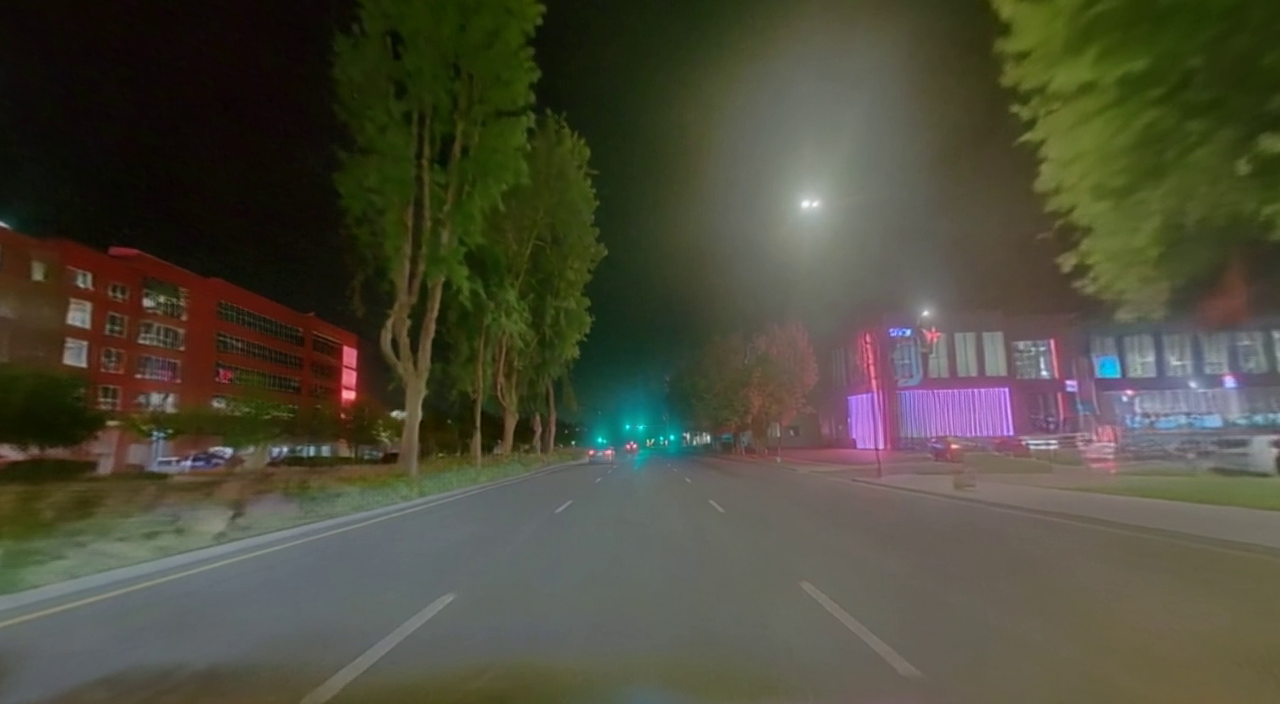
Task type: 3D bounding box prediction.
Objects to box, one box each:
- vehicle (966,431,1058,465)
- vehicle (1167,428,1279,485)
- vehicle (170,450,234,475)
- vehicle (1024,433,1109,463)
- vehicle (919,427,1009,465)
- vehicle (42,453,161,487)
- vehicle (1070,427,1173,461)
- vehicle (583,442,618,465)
[{"bbox_3d":[19.747,5.087,33.708,2.074,1.607,4.465,-2,-8,-1],"label":"vehicle"},{"bbox_3d":[17.515,2.824,17.194,4.546,1.417,1.932,0,-8,-2],"label":"vehicle"},{"bbox_3d":[-31.327,7.877,45.212,1.830,1.663,4.166,1,-8,-6],"label":"vehicle"},{"bbox_3d":[22.610,5.074,33.585,1.828,1.450,3.730,-2,-8,-1],"label":"vehicle"},{"bbox_3d":[17.089,4.997,33.592,2.038,1.827,4.870,0,-8,-2],"label":"vehicle"},{"bbox_3d":[-27.616,6.038,32.557,1.910,1.498,4.703,0,-8,2],"label":"vehicle"},{"bbox_3d":[25.524,4.889,33.616,2.024,1.683,4.322,0,-8,0],"label":"vehicle"},{"bbox_3d":[-2.741,7.149,44.557,2.082,1.460,4.442,0,-8,1],"label":"vehicle"}]
